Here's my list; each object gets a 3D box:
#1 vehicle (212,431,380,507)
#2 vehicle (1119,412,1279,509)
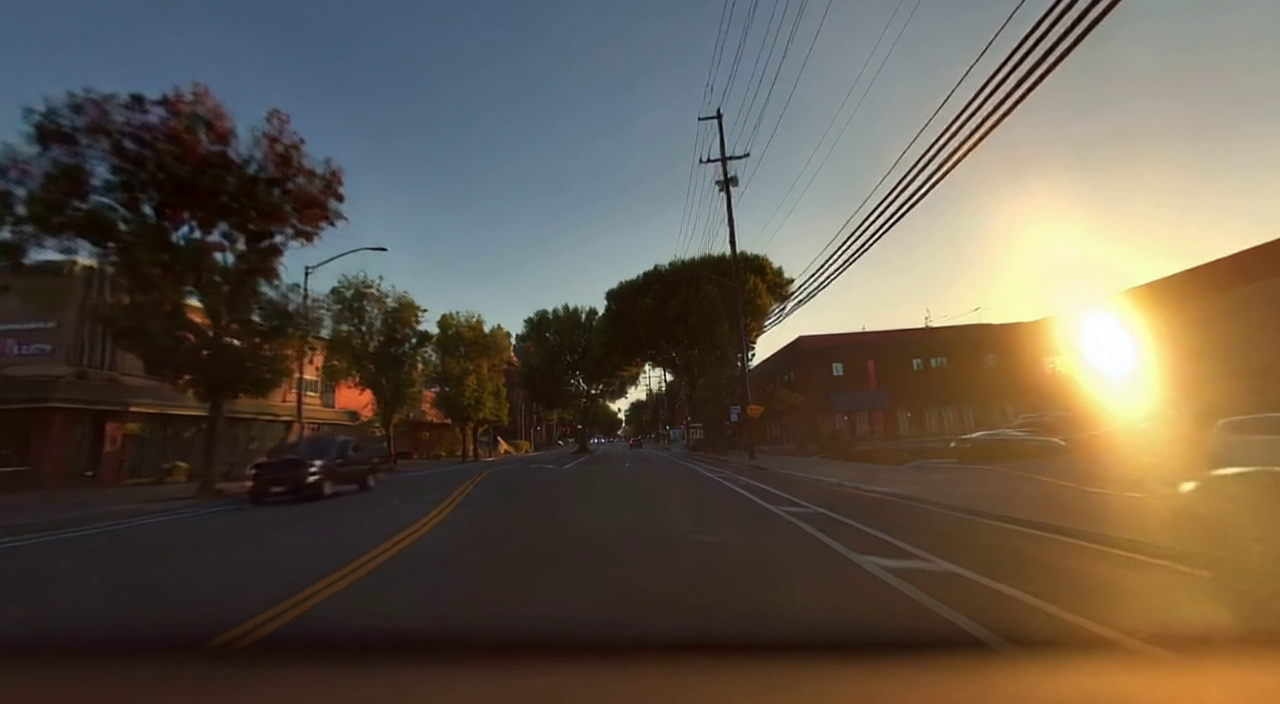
[{"bbox_3d":[-8.772,3.004,16.654,1.973,1.704,4.476,0,-8,-1],"label":"vehicle"},{"bbox_3d":[11.542,1.850,10.969,4.673,1.498,2.072,0,-8,0],"label":"vehicle"}]
